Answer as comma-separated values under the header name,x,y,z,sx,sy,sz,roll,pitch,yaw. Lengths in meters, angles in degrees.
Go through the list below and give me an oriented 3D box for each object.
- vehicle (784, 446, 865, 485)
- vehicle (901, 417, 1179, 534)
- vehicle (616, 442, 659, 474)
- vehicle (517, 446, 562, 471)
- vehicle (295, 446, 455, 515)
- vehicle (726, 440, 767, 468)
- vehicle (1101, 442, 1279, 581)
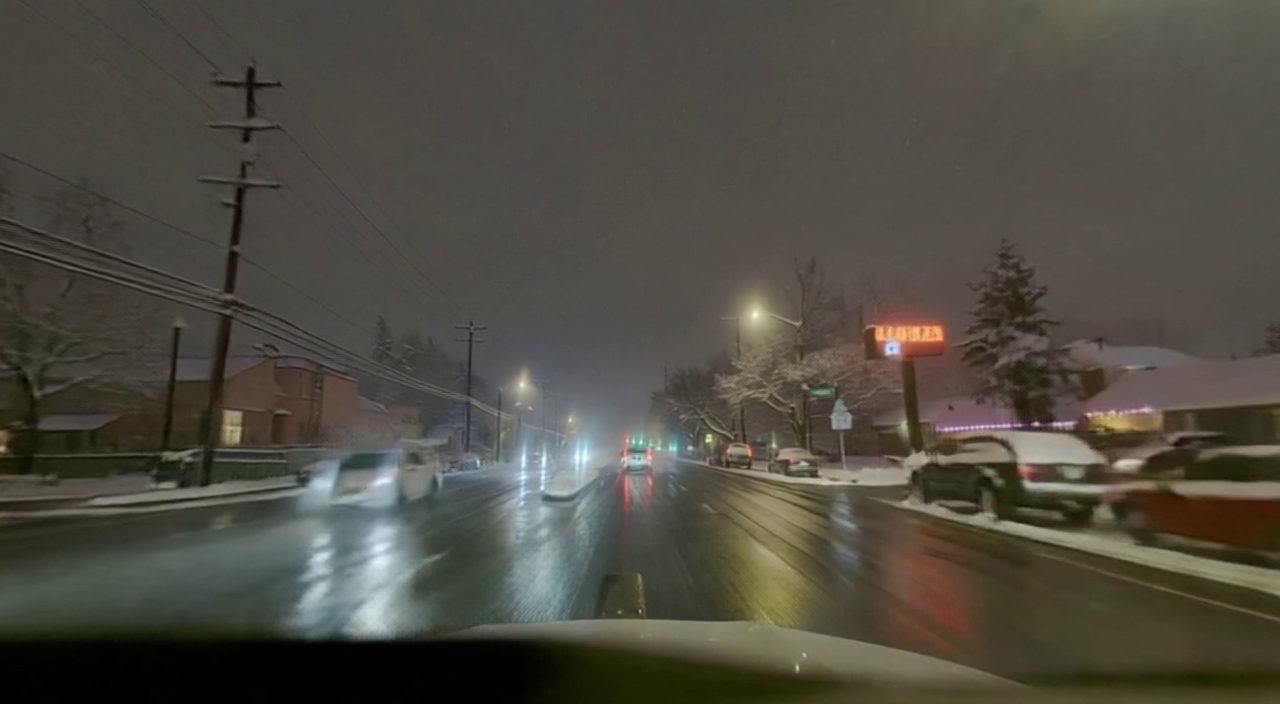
name,x,y,z,sx,sy,sz,roll,pitch,yaw
vehicle,7.727,4.751,26.932,1.936,1.479,4.736,0,-8,-1
vehicle,7.771,2.441,13.222,2.188,1.903,5.324,0,-8,-2
vehicle,-0.152,5.523,33.136,2.067,1.547,4.513,0,-8,-1
vehicle,-6.354,6.789,40.446,1.992,1.476,4.682,-1,-8,1
vehicle,-6.460,3.140,16.114,2.018,1.466,4.631,-1,-8,1
vehicle,7.671,7.401,46.016,2.026,1.851,4.360,0,-8,-2
vehicle,7.837,1.750,7.014,1.833,1.475,4.648,0,-8,-1
